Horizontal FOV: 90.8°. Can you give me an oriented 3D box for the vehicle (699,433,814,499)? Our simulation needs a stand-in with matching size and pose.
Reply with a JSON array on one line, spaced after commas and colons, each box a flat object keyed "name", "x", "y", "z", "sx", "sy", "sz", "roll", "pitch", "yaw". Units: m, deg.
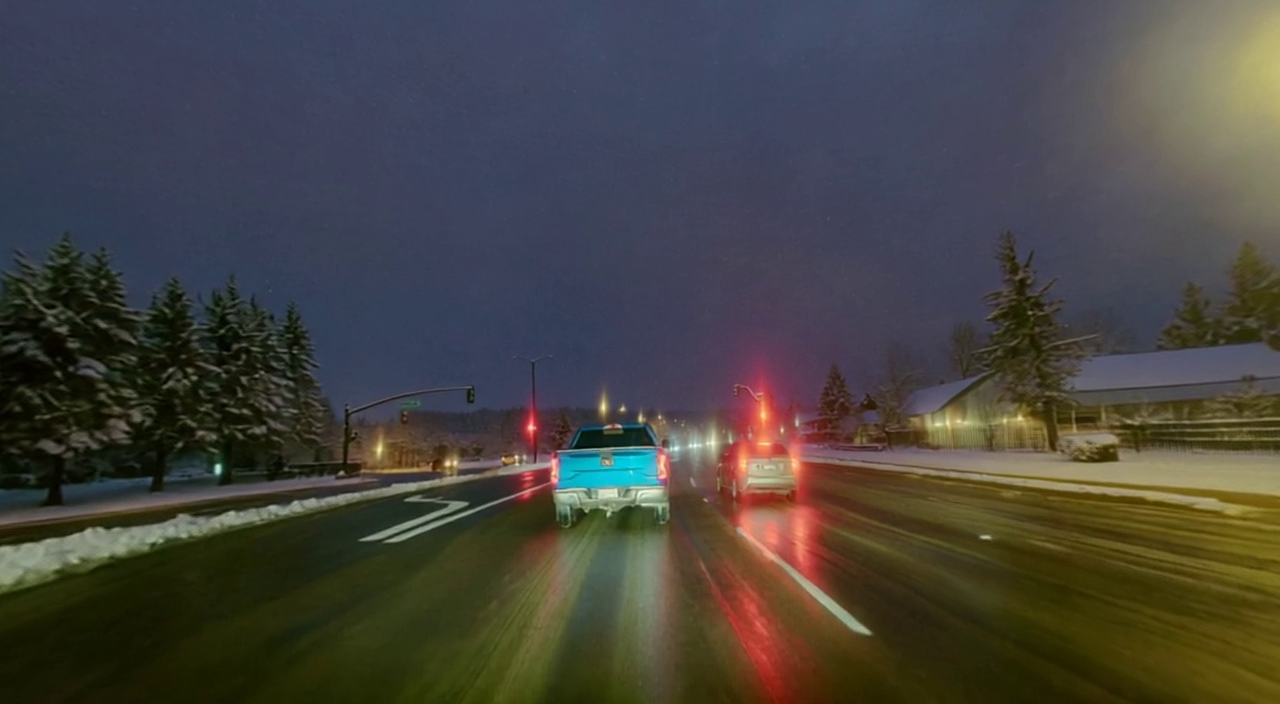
[{"name": "vehicle", "x": 2.866, "y": 2.930, "z": 16.659, "sx": 2.073, "sy": 1.484, "sz": 4.437, "roll": 0, "pitch": -8, "yaw": -1}]

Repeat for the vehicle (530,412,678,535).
[{"name": "vehicle", "x": -0.531, "y": 2.112, "z": 11.608, "sx": 2.145, "sy": 1.762, "sz": 4.731, "roll": 0, "pitch": -8, "yaw": 0}]
